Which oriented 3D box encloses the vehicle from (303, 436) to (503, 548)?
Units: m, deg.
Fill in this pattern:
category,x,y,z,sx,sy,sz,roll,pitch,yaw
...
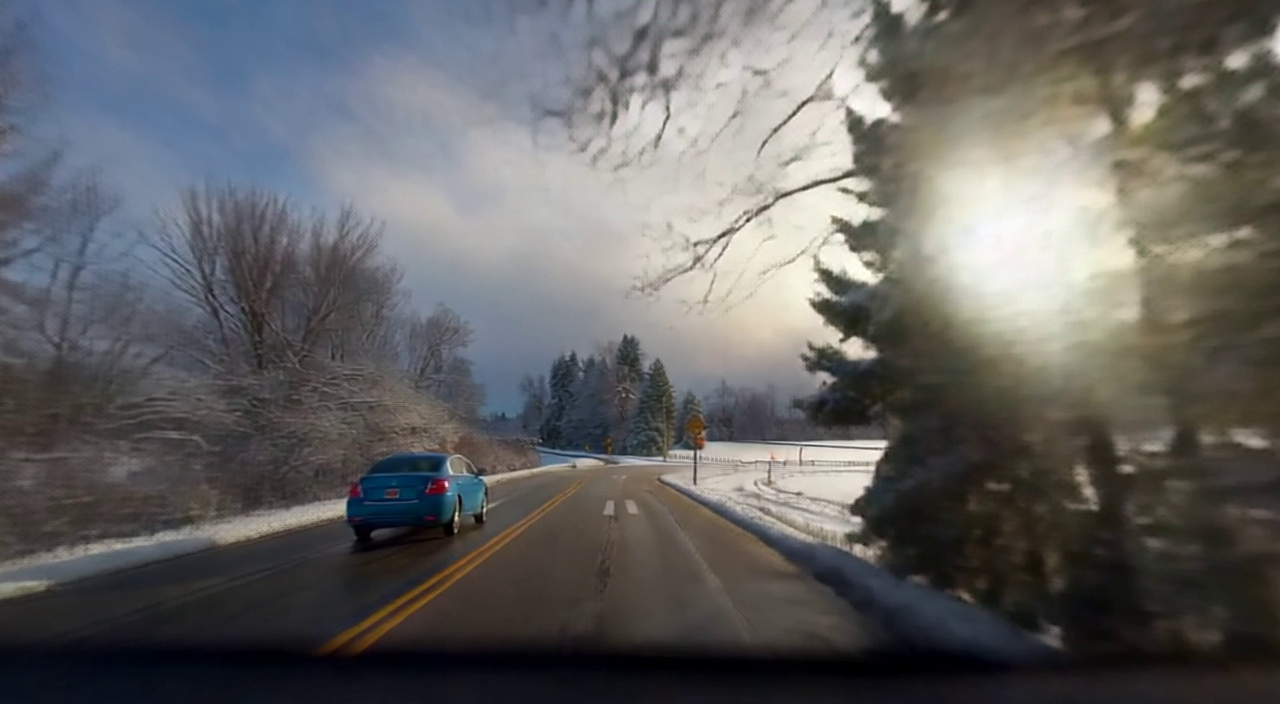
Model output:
category,x,y,z,sx,sy,sz,roll,pitch,yaw
vehicle,-3.903,2.370,11.257,2.078,1.607,3.959,0,-9,-1
